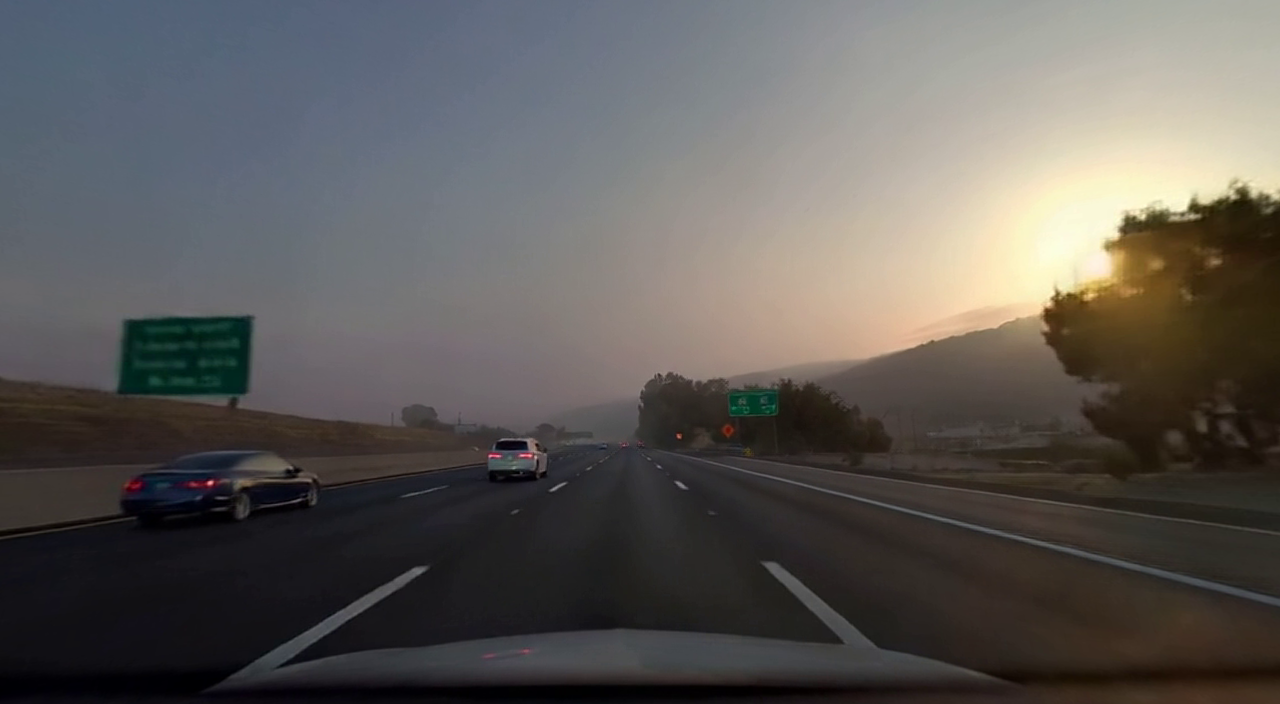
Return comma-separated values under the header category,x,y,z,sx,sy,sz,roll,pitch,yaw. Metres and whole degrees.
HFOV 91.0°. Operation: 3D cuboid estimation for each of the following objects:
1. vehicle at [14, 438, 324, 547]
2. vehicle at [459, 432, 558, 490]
category,x,y,z,sx,sy,sz,roll,pitch,yaw
vehicle,-7.920,2.348,11.394,1.924,1.519,4.791,0,-8,0
vehicle,-4.228,3.586,21.162,2.200,1.662,5.091,0,-8,0
